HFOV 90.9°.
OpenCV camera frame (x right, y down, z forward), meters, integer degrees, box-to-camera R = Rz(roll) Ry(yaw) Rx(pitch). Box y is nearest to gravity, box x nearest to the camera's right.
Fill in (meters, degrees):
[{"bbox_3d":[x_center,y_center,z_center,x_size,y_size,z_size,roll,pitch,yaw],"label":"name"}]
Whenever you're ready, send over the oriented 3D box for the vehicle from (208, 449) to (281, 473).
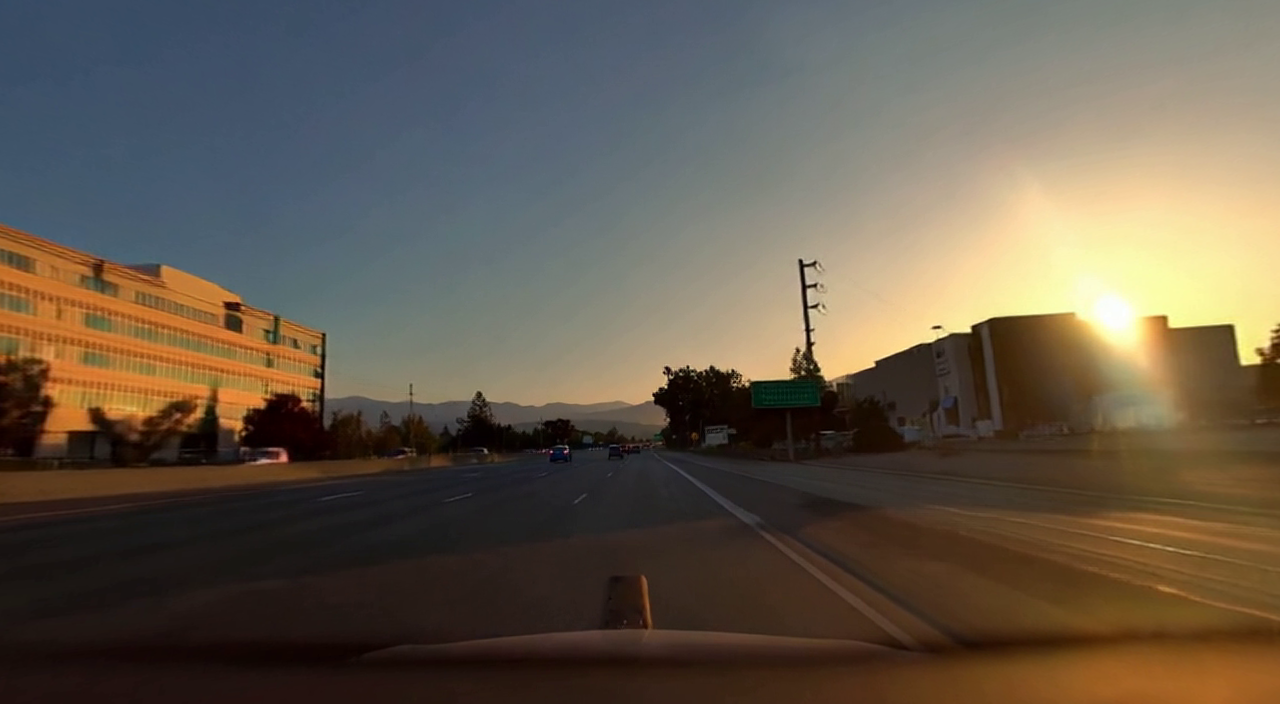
[{"bbox_3d":[-27.847,7.703,44.656,1.954,1.547,4.875,0,-8,1],"label":"vehicle"}]
